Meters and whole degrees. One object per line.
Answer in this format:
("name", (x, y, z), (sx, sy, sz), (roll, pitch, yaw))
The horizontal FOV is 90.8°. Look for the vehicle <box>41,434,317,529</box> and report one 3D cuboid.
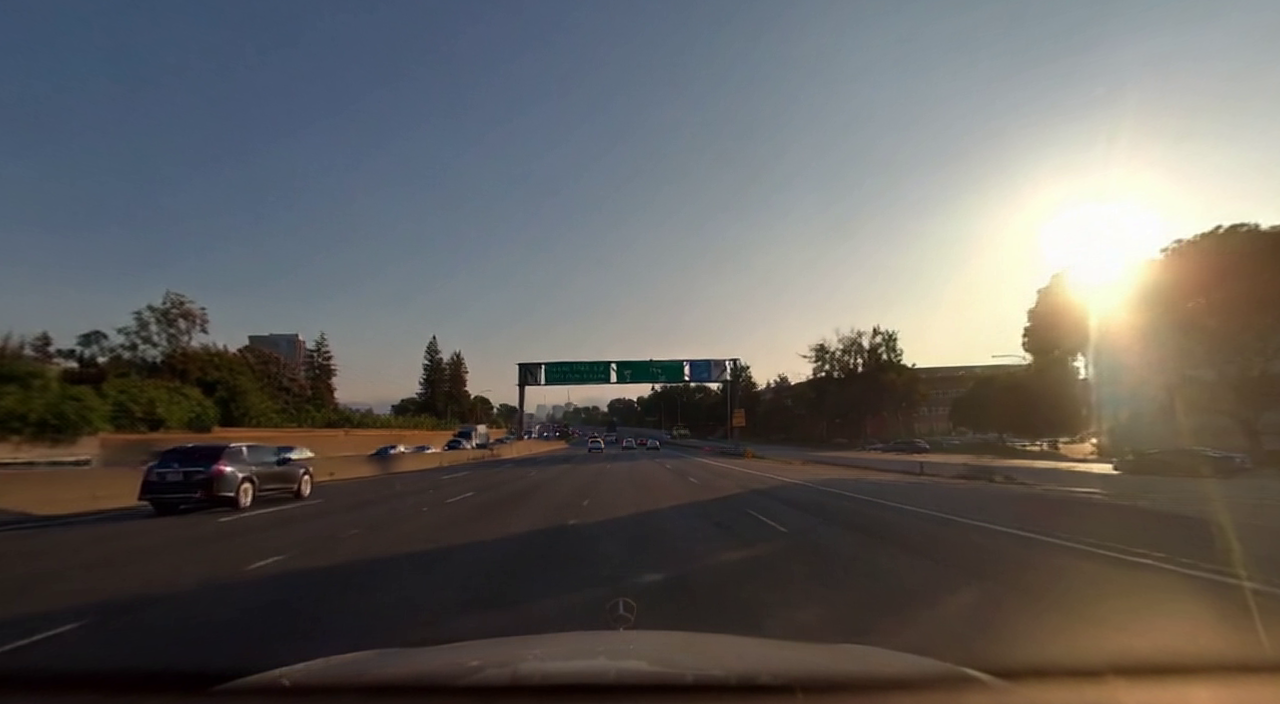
("vehicle", (-8.599, 2.428, 12.483), (2.060, 1.507, 4.494), (0, -9, 0))
